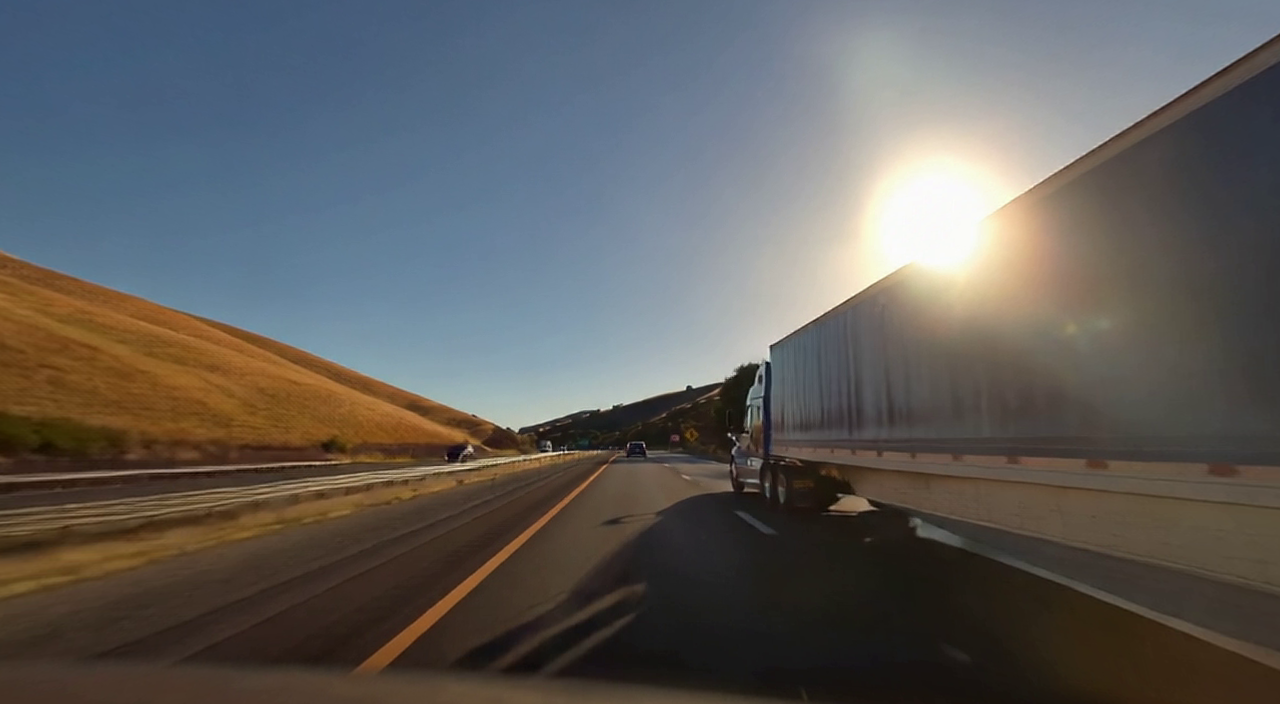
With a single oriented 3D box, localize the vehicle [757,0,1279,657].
[{"bbox_3d":[4.147,0.385,9.029,2.859,4.378,10.032,0,-9,0],"label":"vehicle"}]
